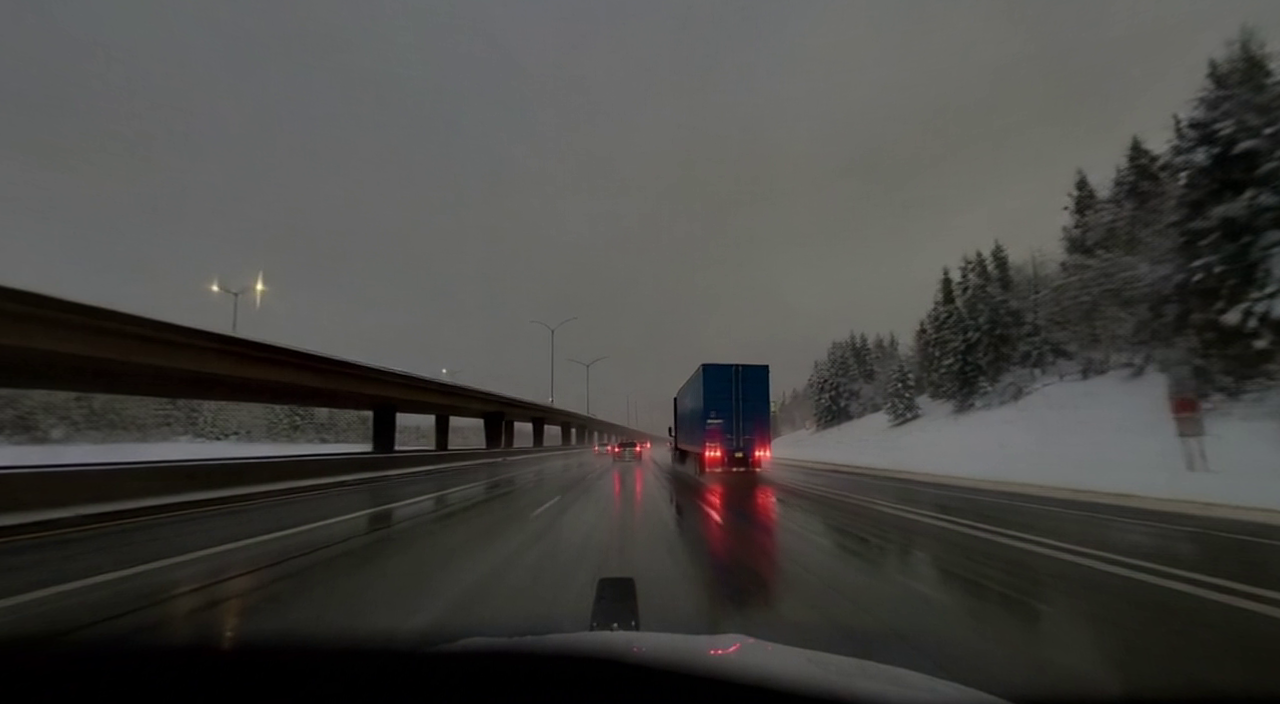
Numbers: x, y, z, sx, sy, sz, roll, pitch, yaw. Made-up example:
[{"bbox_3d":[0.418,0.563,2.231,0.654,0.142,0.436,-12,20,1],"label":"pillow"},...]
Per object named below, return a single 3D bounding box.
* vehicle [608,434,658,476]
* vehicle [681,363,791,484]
[{"bbox_3d":[-0.282,4.577,28.235,2.077,1.716,4.514,0,-9,0],"label":"vehicle"},{"bbox_3d":[3.533,3.125,26.326,2.964,4.063,10.072,0,-9,0],"label":"vehicle"}]
